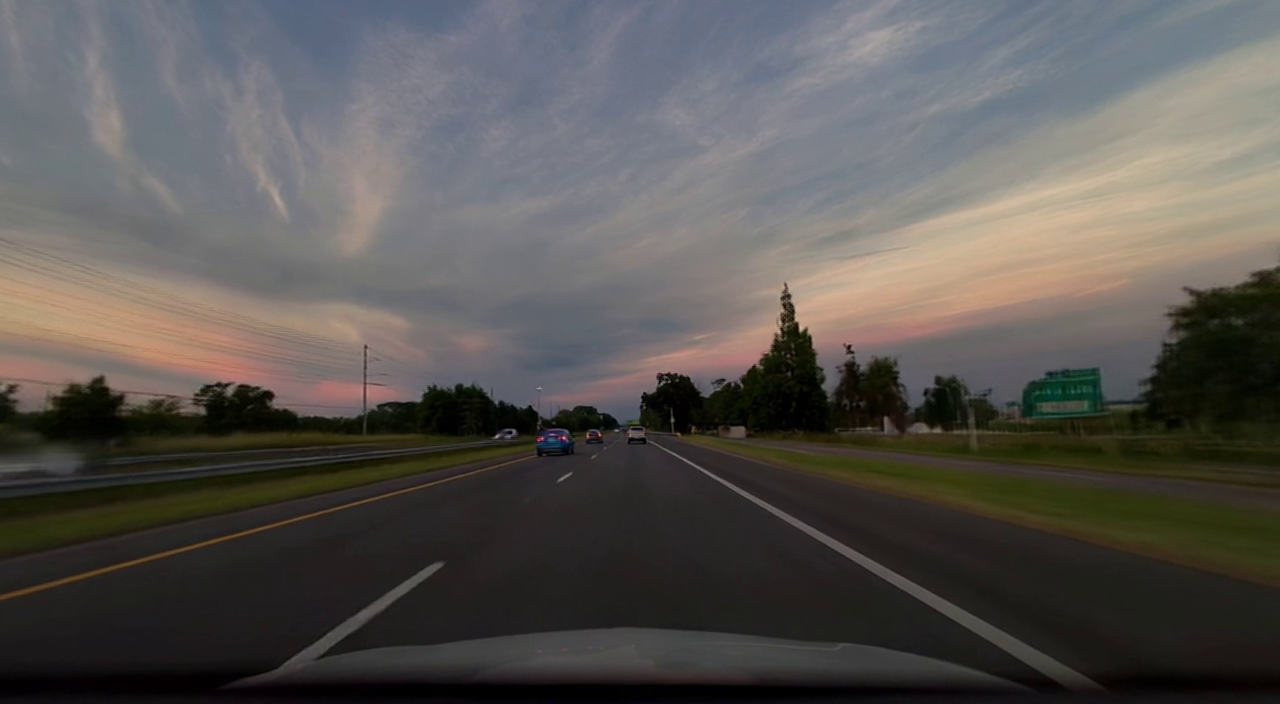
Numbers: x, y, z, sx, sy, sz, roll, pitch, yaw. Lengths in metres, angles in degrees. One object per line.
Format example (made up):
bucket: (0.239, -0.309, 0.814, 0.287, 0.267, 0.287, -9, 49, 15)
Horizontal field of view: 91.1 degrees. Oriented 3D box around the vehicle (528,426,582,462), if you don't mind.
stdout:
vehicle: (-3.957, 4.340, 29.940, 2.023, 1.580, 4.259, 0, -8, -1)
